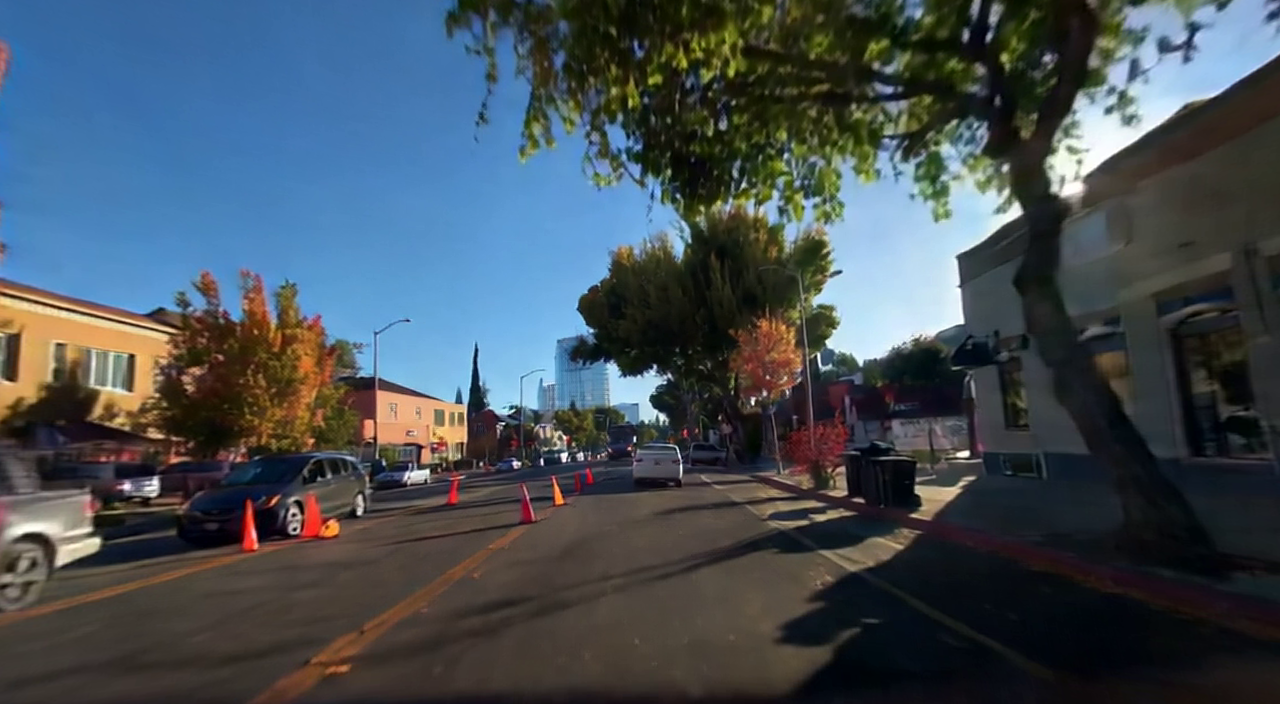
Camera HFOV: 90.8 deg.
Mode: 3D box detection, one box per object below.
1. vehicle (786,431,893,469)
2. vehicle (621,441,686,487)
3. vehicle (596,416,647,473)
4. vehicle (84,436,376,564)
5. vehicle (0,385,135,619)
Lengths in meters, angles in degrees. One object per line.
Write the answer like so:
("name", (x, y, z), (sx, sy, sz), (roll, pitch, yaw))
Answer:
("vehicle", (10.567, 5.239, 33.794), (4.859, 1.914, 2.333), (0, -9, -5))
("vehicle", (0.514, 4.034, 23.018), (2.159, 1.506, 4.086), (0, -9, 2))
("vehicle", (-1.233, 6.352, 43.265), (2.977, 3.271, 12.748), (0, -9, -1))
("vehicle", (-6.839, 2.479, 11.439), (2.016, 1.693, 4.911), (-3, -9, 0))
("vehicle", (-7.262, 1.143, 3.873), (2.614, 2.153, 7.170), (-4, -10, -2))
